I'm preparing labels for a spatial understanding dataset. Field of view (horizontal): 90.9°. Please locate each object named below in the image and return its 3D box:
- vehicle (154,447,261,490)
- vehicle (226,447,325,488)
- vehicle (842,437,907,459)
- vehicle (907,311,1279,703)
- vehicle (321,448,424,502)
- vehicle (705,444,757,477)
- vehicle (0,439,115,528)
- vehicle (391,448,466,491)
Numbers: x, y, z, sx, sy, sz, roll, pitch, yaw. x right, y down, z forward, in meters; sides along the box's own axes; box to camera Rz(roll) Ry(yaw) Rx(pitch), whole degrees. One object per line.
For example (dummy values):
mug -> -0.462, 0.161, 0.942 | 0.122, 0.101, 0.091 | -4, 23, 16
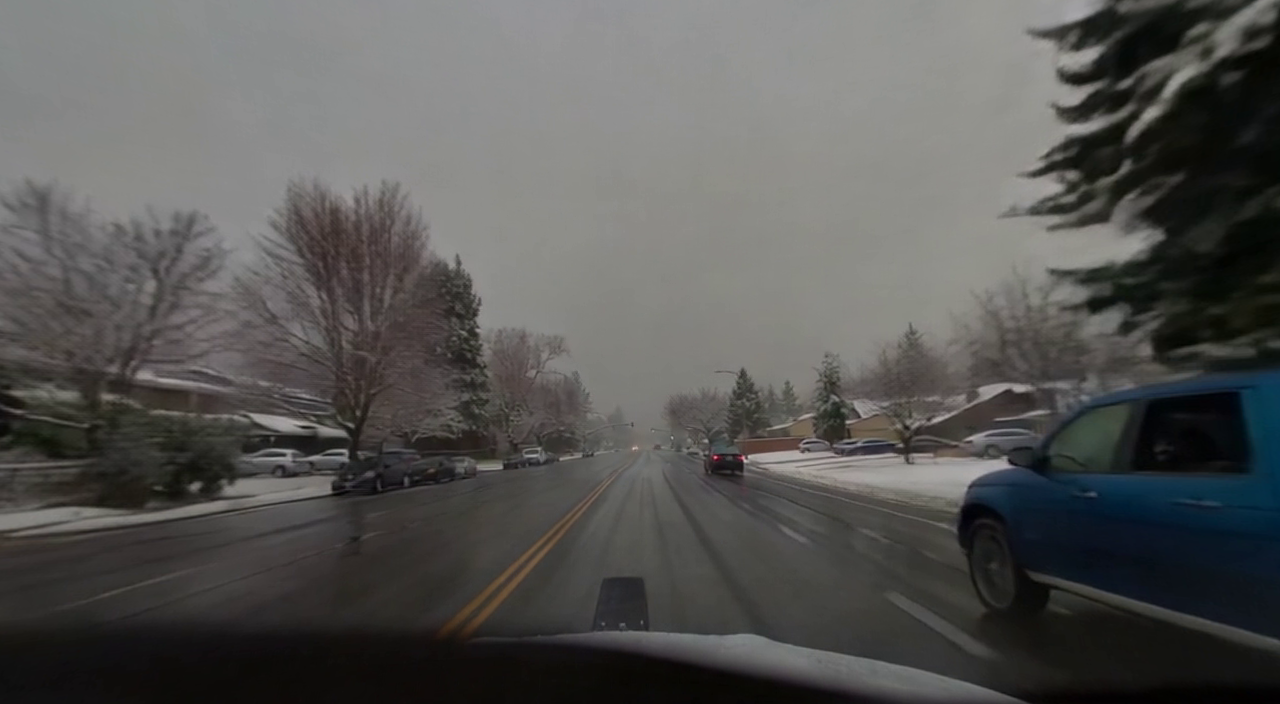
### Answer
vehicle -> -20.160, 5.421, 29.626 | 1.918, 1.767, 4.063 | -3, -9, 4
vehicle -> -17.352, 5.476, 30.293 | 1.914, 1.792, 4.470 | -1, -9, 3
vehicle -> 17.935, 7.383, 48.282 | 4.065, 1.557, 2.107 | 0, -9, -1
vehicle -> 4.036, 0.901, 3.586 | 2.497, 1.889, 5.833 | 0, -9, 0
vehicle -> -10.479, 4.788, 25.094 | 2.083, 1.791, 4.585 | -4, -9, 0
vehicle -> 4.476, 5.374, 31.556 | 1.956, 1.492, 4.425 | -1, -9, 1
vehicle -> -16.652, 3.138, 15.319 | 5.615, 1.953, 2.359 | -1, -9, 1
vehicle -> -10.328, 5.733, 31.125 | 2.231, 1.736, 4.630 | -5, -9, -2
